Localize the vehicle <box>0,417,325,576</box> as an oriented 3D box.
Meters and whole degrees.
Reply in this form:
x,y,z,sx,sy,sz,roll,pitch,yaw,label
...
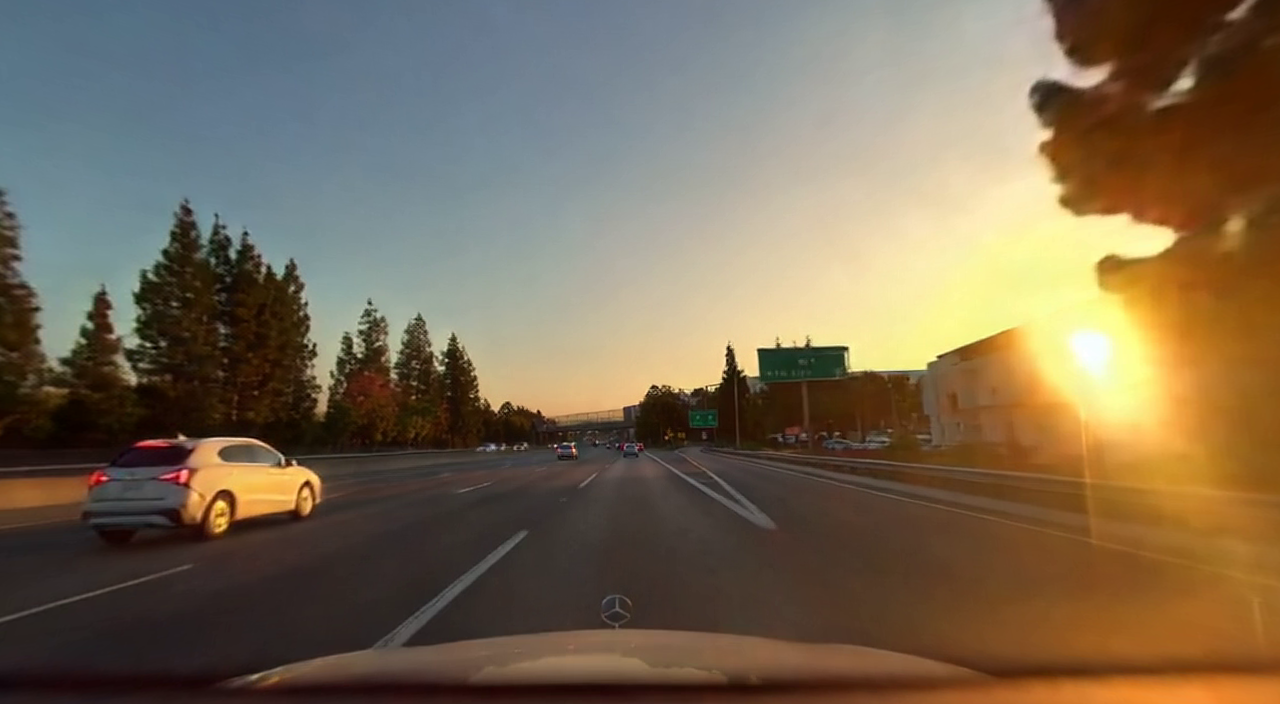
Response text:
x,y,z,sx,sy,sz,roll,pitch,yaw,label
-6.689,1.843,8.894,2.016,1.606,4.806,0,-9,0,vehicle
